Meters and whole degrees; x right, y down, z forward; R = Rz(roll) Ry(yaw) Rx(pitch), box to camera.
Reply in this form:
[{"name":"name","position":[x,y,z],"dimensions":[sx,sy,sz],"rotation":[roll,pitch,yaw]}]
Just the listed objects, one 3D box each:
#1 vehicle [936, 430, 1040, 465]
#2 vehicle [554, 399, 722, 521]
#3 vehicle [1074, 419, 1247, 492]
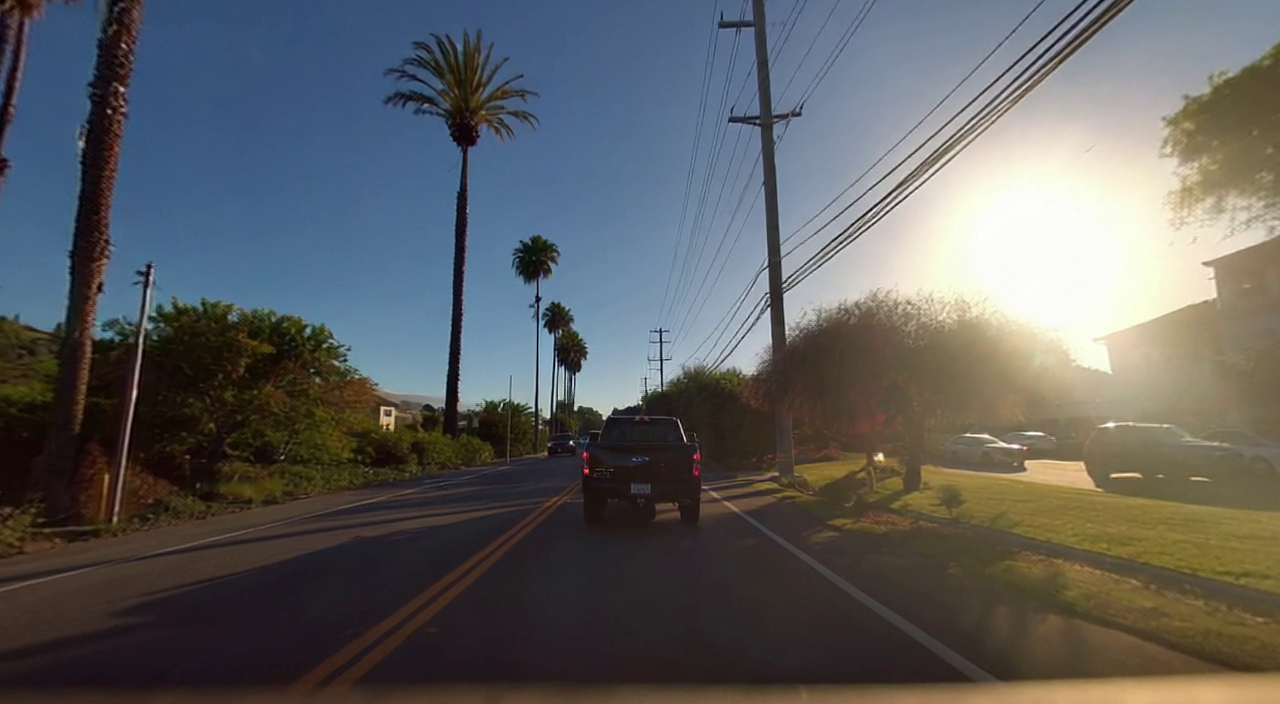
[{"name":"vehicle","position":[20.370,5.662,37.480],"dimensions":[2.277,1.836,6.267],"rotation":[0,-9,-4]},{"name":"vehicle","position":[-0.021,2.276,13.754],"dimensions":[2.848,2.047,5.885],"rotation":[0,-8,0]},{"name":"vehicle","position":[16.115,3.245,20.127],"dimensions":[2.338,1.917,6.076],"rotation":[-3,-9,21]}]
